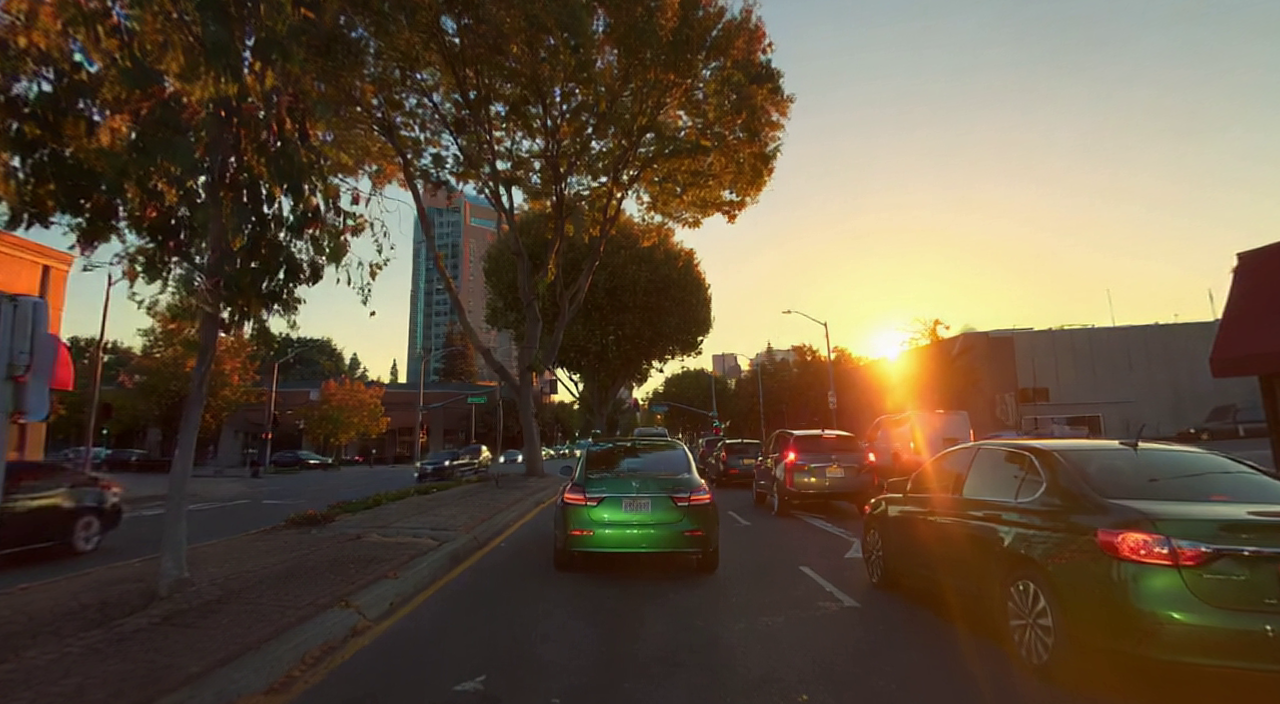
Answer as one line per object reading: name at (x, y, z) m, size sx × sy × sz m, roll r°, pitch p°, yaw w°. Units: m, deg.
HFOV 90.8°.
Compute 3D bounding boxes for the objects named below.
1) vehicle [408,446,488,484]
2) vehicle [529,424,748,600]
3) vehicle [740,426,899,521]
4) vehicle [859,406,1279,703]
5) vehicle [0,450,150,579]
vehicle at (-8.275, 4.897, 27.679) m, size 2.169 × 1.477 × 4.168 m, roll 0°, pitch -9°, yaw 0°
vehicle at (-0.025, 1.652, 7.293) m, size 1.887 × 1.487 × 3.535 m, roll 0°, pitch -9°, yaw 0°
vehicle at (3.535, 2.481, 13.425) m, size 2.025 × 1.660 × 4.263 m, roll 0°, pitch -9°, yaw -1°
vehicle at (3.303, 1.255, 4.484) m, size 1.988 × 1.480 × 4.195 m, roll 0°, pitch -9°, yaw 0°
vehicle at (-8.109, 1.825, 7.033) m, size 1.850 × 1.417 × 4.321 m, roll 0°, pitch -9°, yaw 0°
